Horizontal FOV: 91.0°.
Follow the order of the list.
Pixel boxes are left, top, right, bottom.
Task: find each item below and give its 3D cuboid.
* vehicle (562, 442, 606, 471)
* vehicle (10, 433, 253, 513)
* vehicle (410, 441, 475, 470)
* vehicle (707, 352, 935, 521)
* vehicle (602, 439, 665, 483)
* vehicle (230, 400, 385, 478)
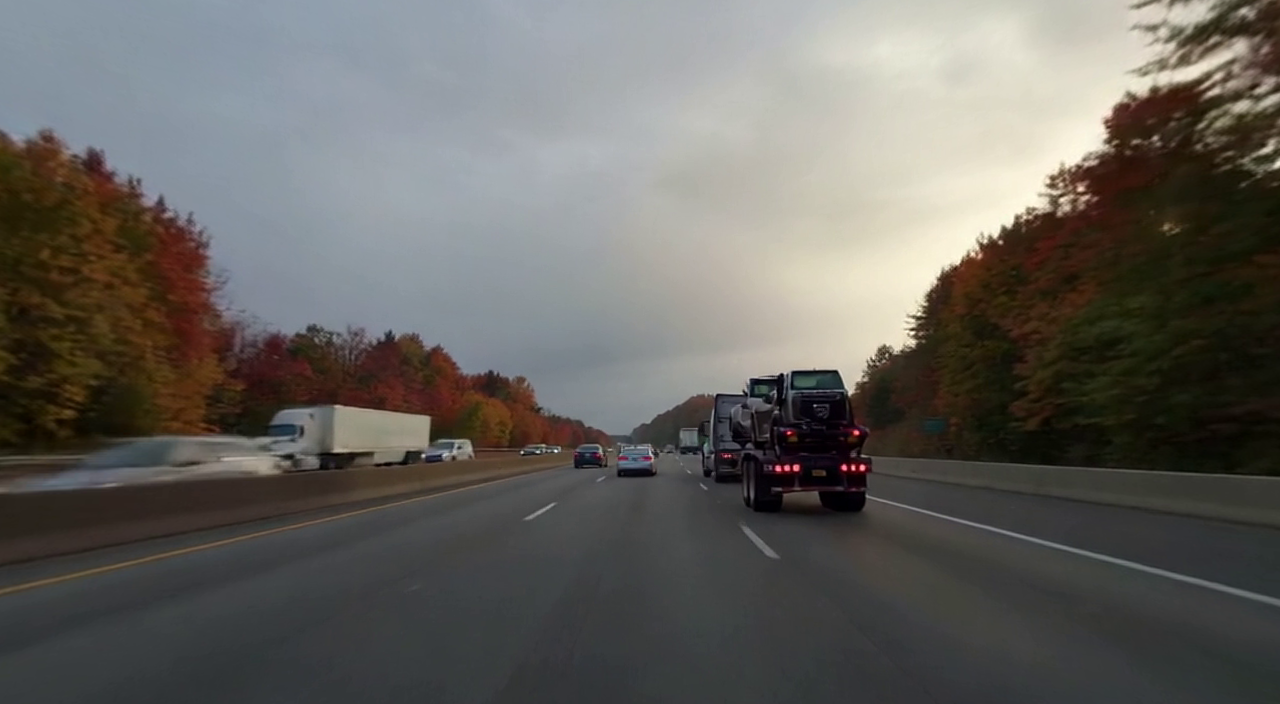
[{"bbox_3d":[-2.985,5.667,34.304,1.928,1.464,3.706,0,-8,2],"label":"vehicle"},{"bbox_3d":[-11.112,2.634,14.236,1.905,1.511,4.095,0,-8,3],"label":"vehicle"},{"bbox_3d":[-10.912,5.725,35.046,1.998,1.514,4.303,0,-8,3],"label":"vehicle"},{"bbox_3d":[4.197,2.584,18.798,3.150,3.257,13.098,0,-8,1],"label":"vehicle"},{"bbox_3d":[-0.132,4.045,23.682,2.152,1.484,4.211,0,-8,2],"label":"vehicle"},{"bbox_3d":[-18.149,4.940,35.534,2.985,3.765,9.850,0,-8,2],"label":"vehicle"}]
